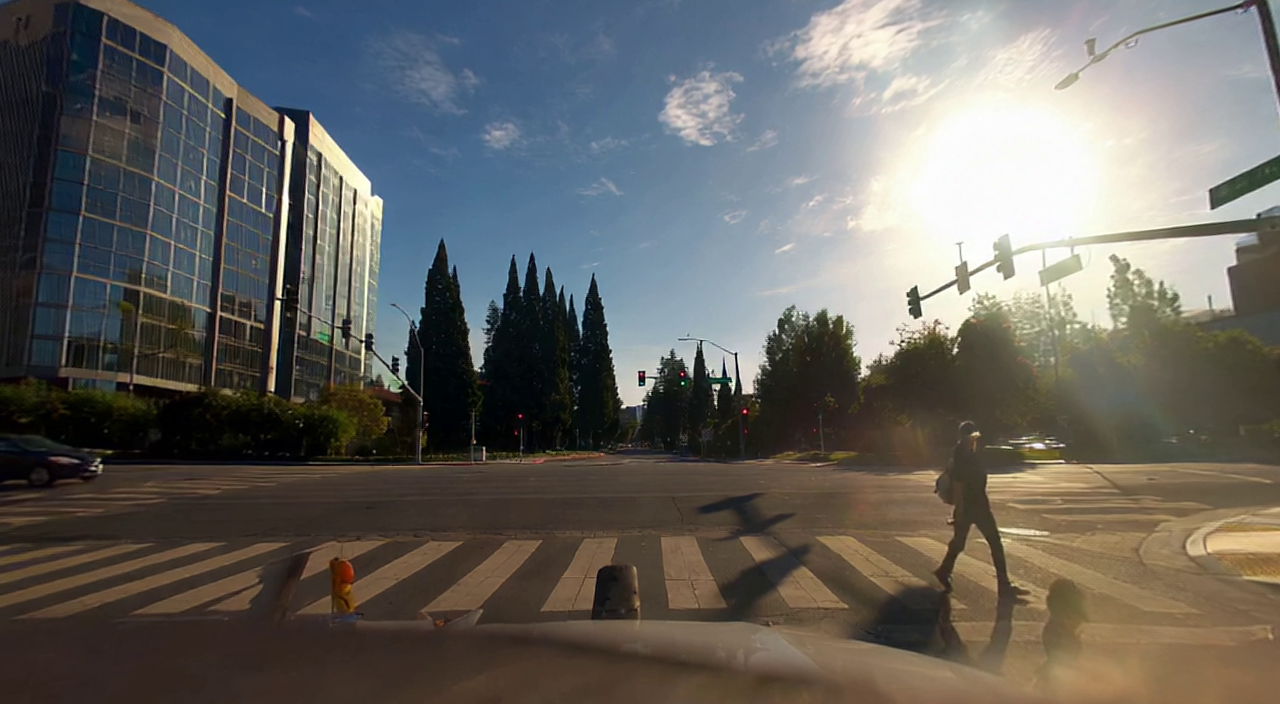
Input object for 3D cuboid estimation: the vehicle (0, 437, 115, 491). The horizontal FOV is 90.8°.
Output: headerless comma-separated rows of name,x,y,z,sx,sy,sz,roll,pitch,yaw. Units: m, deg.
vehicle,-18.769,3.315,18.810,4.502,1.512,1.917,0,-9,0
